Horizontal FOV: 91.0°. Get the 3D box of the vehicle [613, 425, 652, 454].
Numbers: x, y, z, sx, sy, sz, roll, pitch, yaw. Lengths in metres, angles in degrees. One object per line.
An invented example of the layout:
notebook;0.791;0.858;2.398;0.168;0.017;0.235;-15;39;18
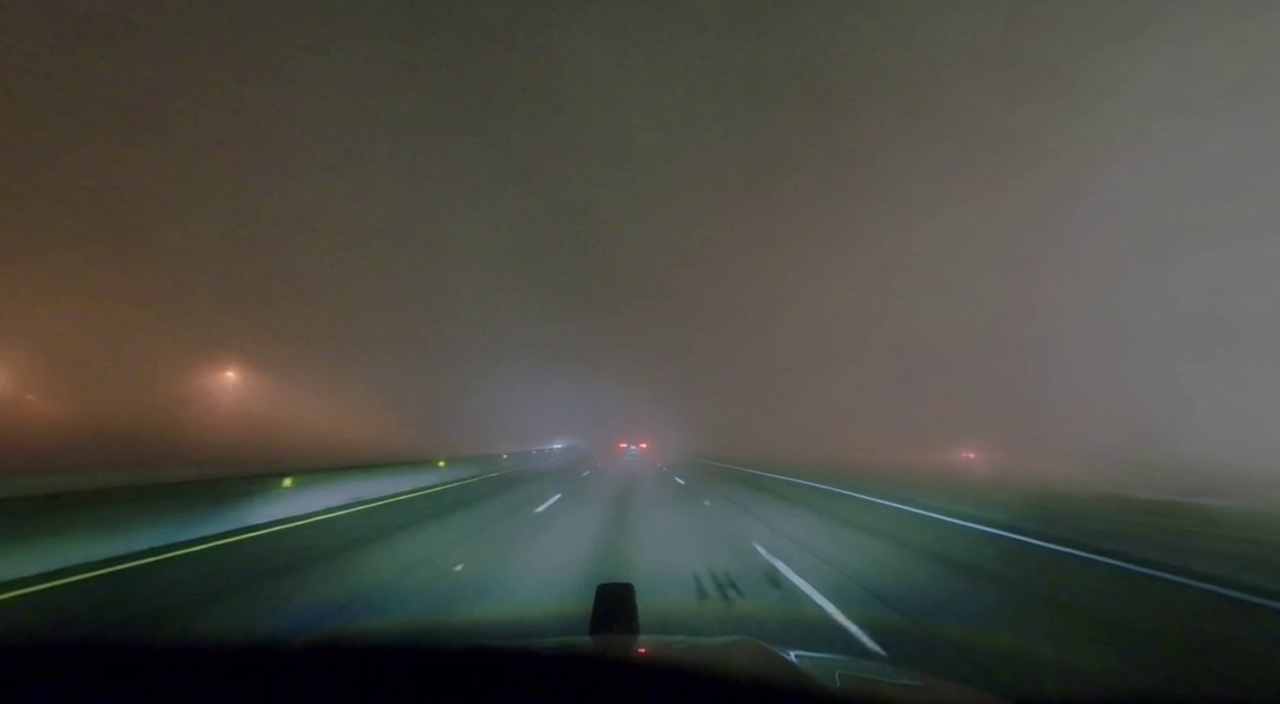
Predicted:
vehicle;-0.523;5.357;38.674;2.157;1.647;4.524;0;-8;-4
